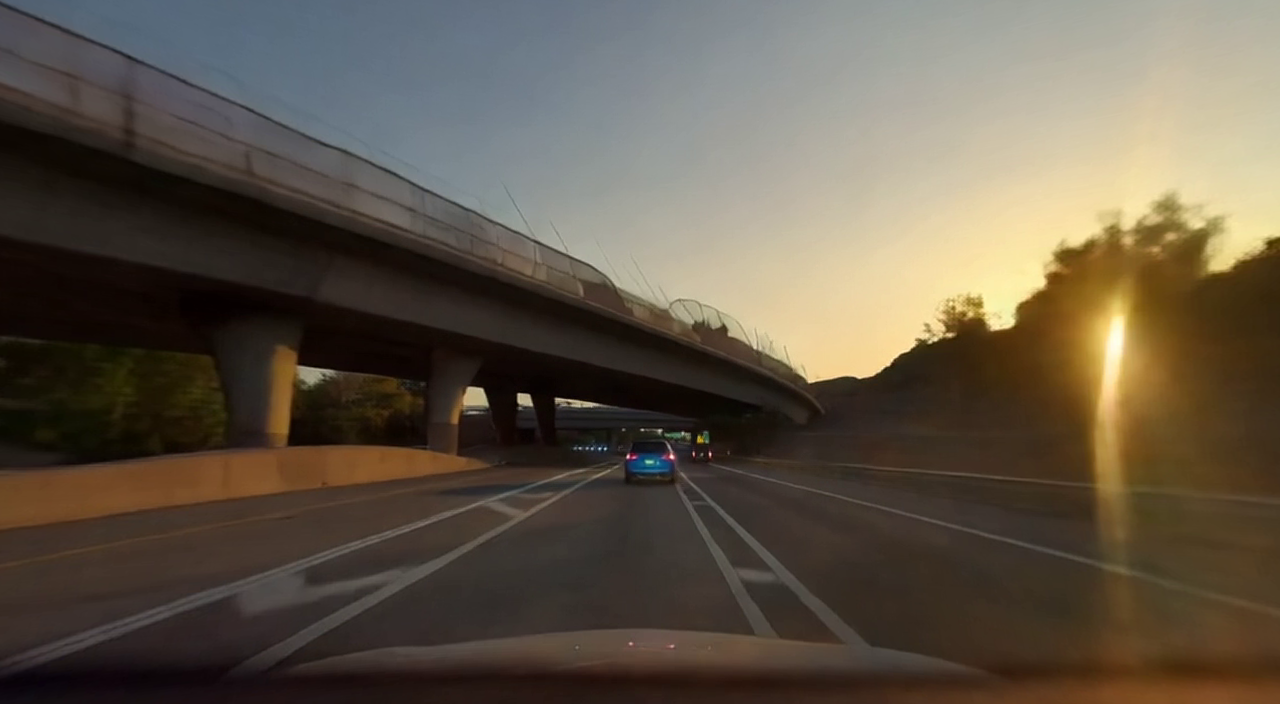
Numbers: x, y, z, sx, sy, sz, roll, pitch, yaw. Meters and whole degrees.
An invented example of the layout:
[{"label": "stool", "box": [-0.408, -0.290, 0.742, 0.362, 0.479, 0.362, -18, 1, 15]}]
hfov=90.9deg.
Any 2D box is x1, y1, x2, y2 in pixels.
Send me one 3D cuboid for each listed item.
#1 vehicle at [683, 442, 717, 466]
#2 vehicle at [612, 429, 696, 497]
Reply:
[{"label": "vehicle", "box": [4.311, 7.341, 45.705, 2.073, 1.621, 3.993, -1, -9, 0]}, {"label": "vehicle", "box": [0.426, 3.204, 18.538, 2.143, 1.693, 4.513, -1, -9, 2]}]
